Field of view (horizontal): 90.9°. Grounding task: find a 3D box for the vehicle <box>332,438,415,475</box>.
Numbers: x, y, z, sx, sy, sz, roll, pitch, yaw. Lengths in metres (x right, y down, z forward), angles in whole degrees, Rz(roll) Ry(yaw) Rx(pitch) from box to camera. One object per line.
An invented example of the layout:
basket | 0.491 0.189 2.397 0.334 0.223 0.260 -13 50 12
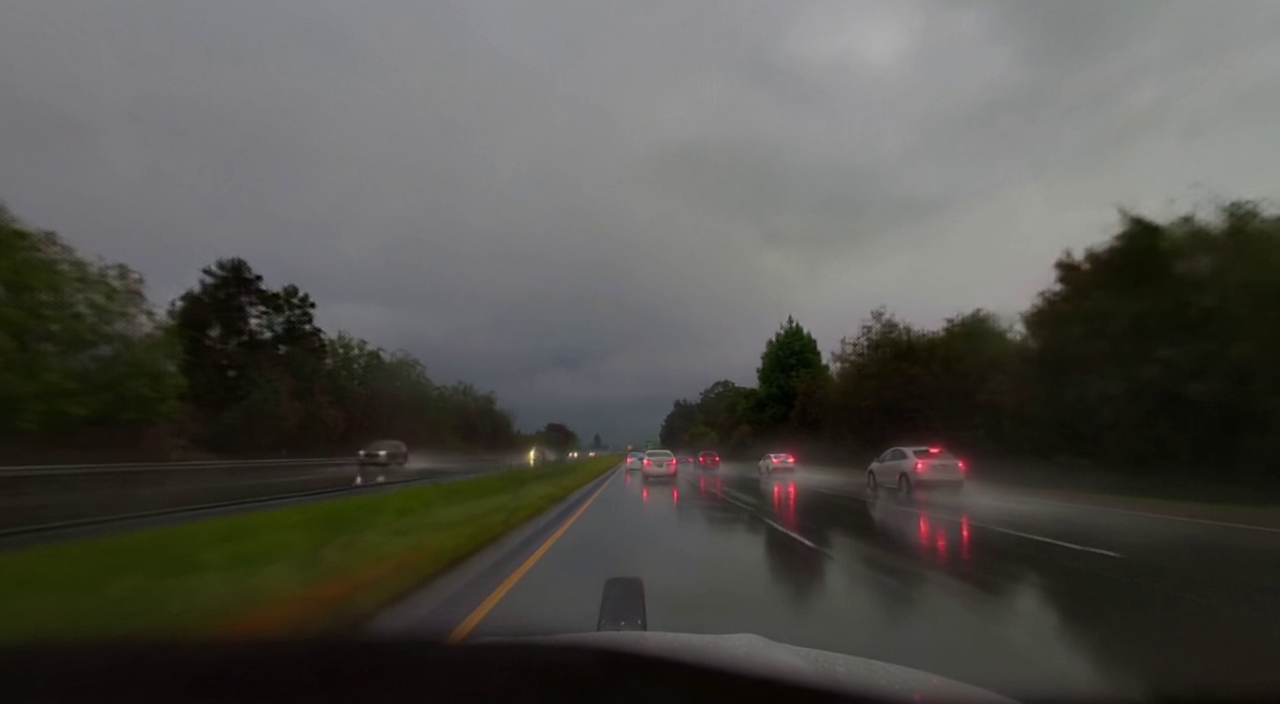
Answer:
vehicle | -12.147 4.800 29.028 1.950 1.566 4.141 0 -9 0

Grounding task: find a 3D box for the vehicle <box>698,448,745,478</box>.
vehicle | 4.364 5.993 34.256 1.981 1.518 4.029 0 -9 -1

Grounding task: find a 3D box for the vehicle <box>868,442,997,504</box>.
vehicle | 8.233 3.416 18.160 1.847 1.554 3.752 0 -9 -1

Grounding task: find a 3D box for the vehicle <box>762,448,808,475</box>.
vehicle | 9.104 6.865 39.810 1.957 1.594 3.632 0 -9 -1

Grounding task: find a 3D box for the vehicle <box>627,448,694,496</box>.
vehicle | 0.629 3.965 21.110 2.020 1.426 3.702 0 -9 0
